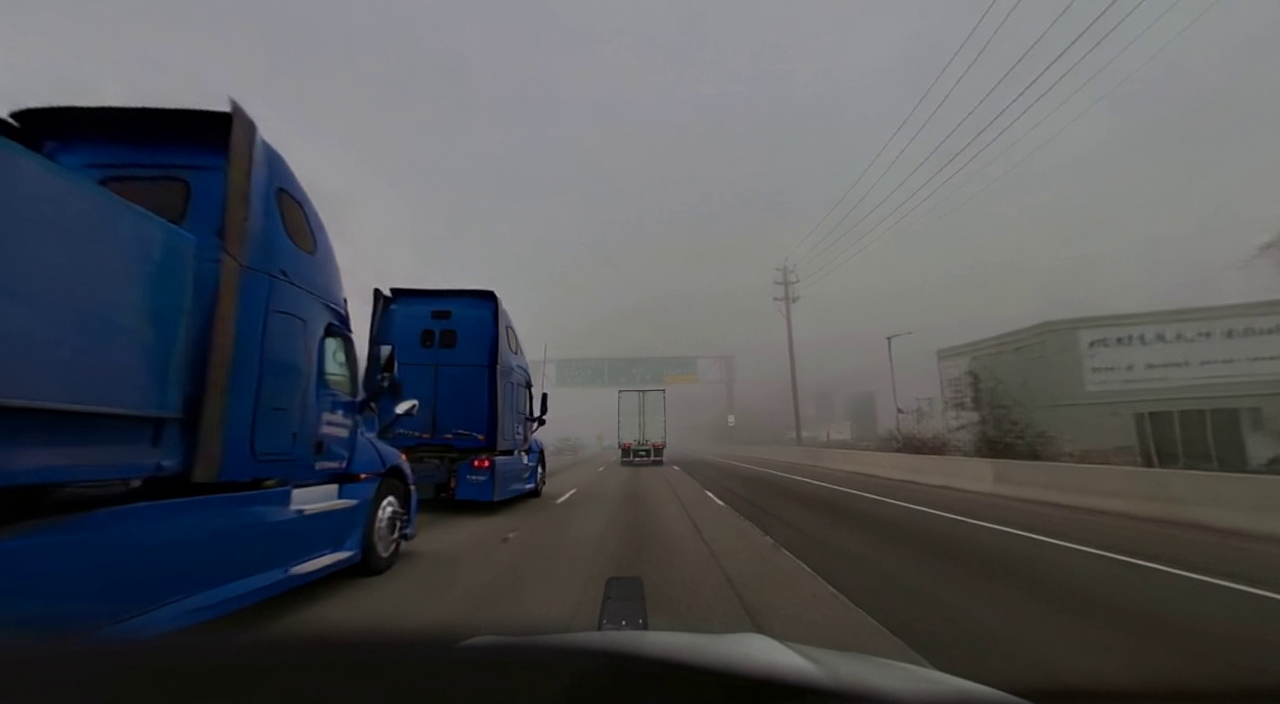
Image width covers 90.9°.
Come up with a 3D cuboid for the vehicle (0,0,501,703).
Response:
[{"bbox_3d":[-3.923,-0.203,3.116,2.875,4.083,15.756,0,-9,0],"label":"vehicle"}]

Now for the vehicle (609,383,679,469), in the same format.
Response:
[{"bbox_3d":[0.166,3.836,31.526,2.941,3.604,9.851,0,-9,0],"label":"vehicle"}]
